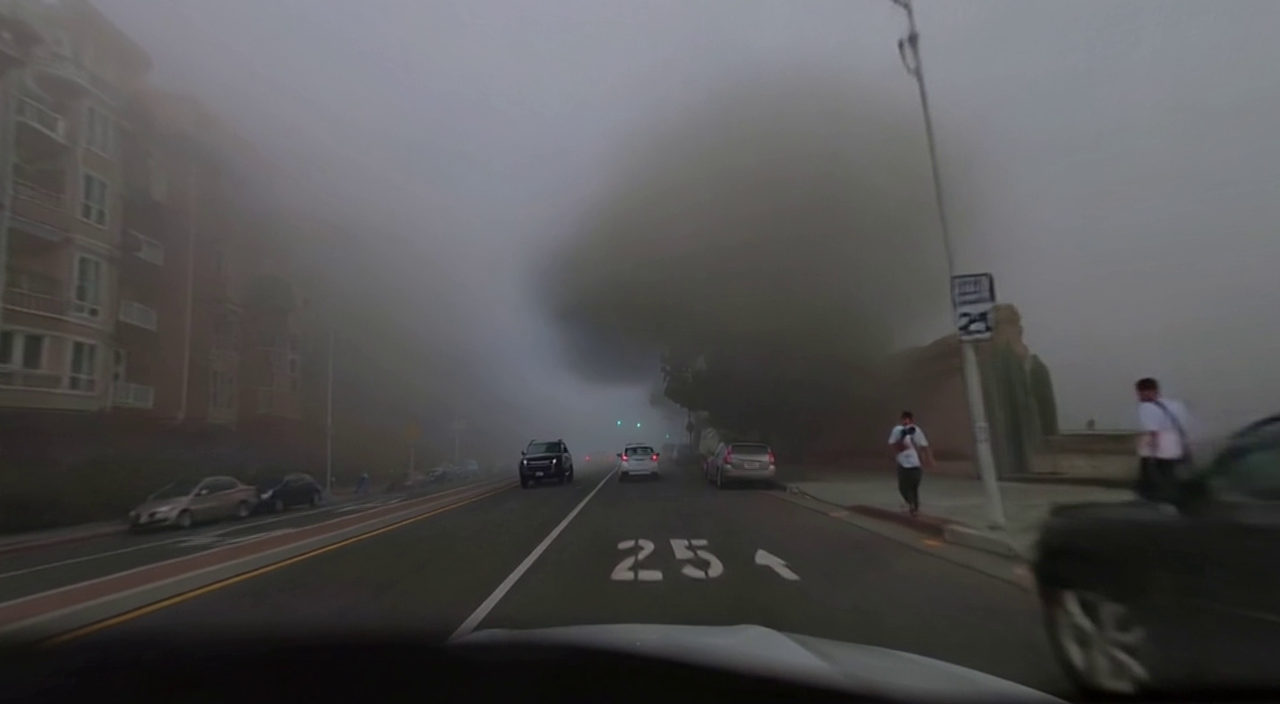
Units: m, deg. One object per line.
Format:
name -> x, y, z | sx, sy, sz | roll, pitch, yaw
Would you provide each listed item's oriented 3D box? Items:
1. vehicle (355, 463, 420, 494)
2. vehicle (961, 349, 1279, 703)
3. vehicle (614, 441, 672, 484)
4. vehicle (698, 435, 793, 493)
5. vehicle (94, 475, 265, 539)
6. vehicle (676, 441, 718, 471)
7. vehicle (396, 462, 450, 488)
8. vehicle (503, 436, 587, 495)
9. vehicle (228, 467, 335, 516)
vehicle -> -13.866, 6.958, 35.023 | 1.844, 1.499, 4.421 | 0, -9, -1
vehicle -> 3.206, 0.760, 1.842 | 1.925, 1.635, 4.905 | 0, -9, 0
vehicle -> 0.113, 4.120, 23.811 | 2.026, 1.496, 3.701 | 0, -9, 0
vehicle -> 3.081, 3.385, 19.472 | 2.077, 1.532, 4.694 | 0, -9, 0
vehicle -> -13.762, 4.614, 19.298 | 1.907, 1.480, 4.498 | 0, -9, -1
vehicle -> 3.054, 5.646, 34.435 | 1.933, 1.501, 4.349 | 0, -9, 1
vehicle -> -13.707, 7.780, 40.206 | 1.752, 1.479, 4.575 | 0, -9, 0
vehicle -> -2.982, 3.668, 20.817 | 2.065, 1.705, 4.353 | 0, -9, 0
vehicle -> -13.780, 5.349, 24.595 | 1.839, 1.594, 4.055 | 0, -9, -1
